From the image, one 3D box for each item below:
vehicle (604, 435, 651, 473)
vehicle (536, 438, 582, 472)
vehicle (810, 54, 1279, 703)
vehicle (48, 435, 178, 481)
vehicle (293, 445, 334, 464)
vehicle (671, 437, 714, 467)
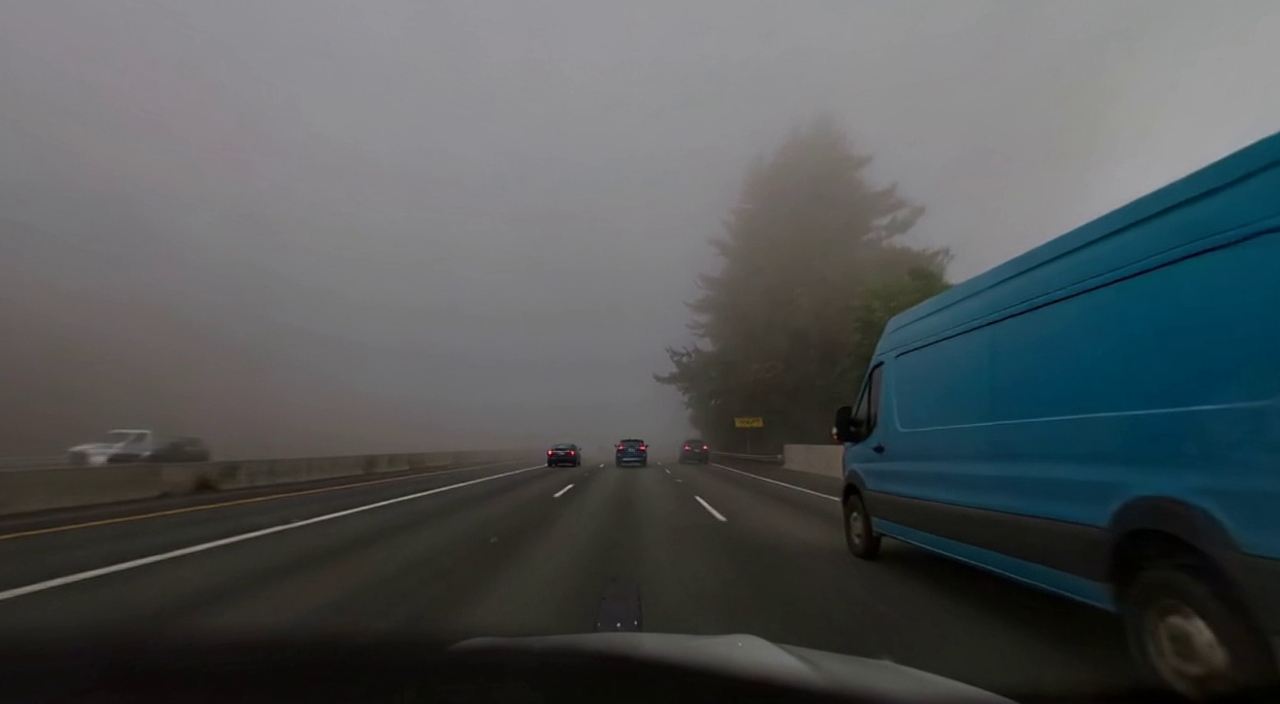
[{"bbox_3d":[-0.638,5.249,32.757,2.297,1.783,4.355,0,-8,-1],"label":"vehicle"},{"bbox_3d":[-4.407,5.677,35.019,2.023,1.709,4.263,0,-8,0],"label":"vehicle"},{"bbox_3d":[3.536,0.634,4.511,2.631,2.709,6.496,0,-8,-2],"label":"vehicle"},{"bbox_3d":[-18.221,3.659,22.057,1.573,1.473,3.348,0,-8,0],"label":"vehicle"},{"bbox_3d":[-25.278,7.931,49.050,1.448,1.423,3.208,0,-8,0],"label":"vehicle"},{"bbox_3d":[3.262,6.340,40.066,2.160,1.759,4.214,0,-8,-2],"label":"vehicle"}]
